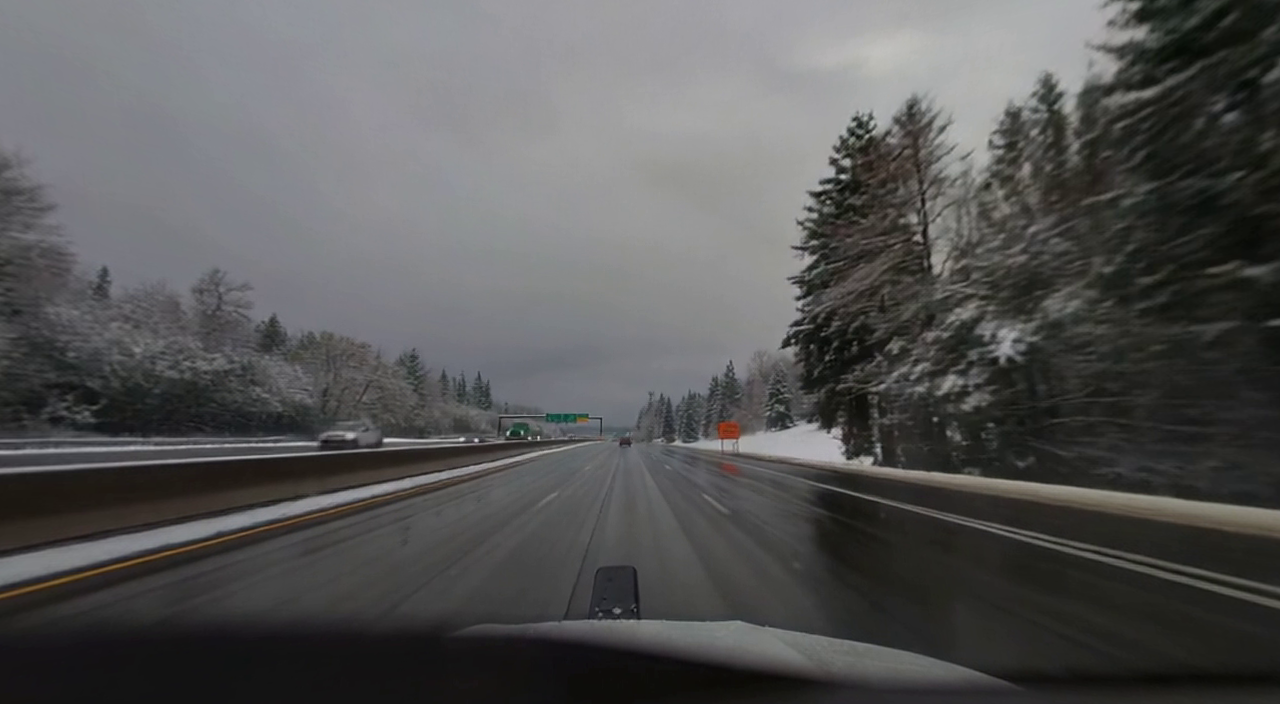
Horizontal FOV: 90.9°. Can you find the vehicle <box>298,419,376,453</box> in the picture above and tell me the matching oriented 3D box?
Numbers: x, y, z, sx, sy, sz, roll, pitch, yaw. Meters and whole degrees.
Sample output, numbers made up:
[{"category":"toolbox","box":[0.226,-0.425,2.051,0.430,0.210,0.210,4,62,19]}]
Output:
[{"category":"vehicle","box":[-16.299,4.572,34.147,1.975,1.670,4.552,0,-8,0]}]

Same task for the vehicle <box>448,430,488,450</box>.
[{"category":"vehicle","box":[-13.000,6.714,47.807,1.885,1.420,4.239,0,-8,-1]}]
